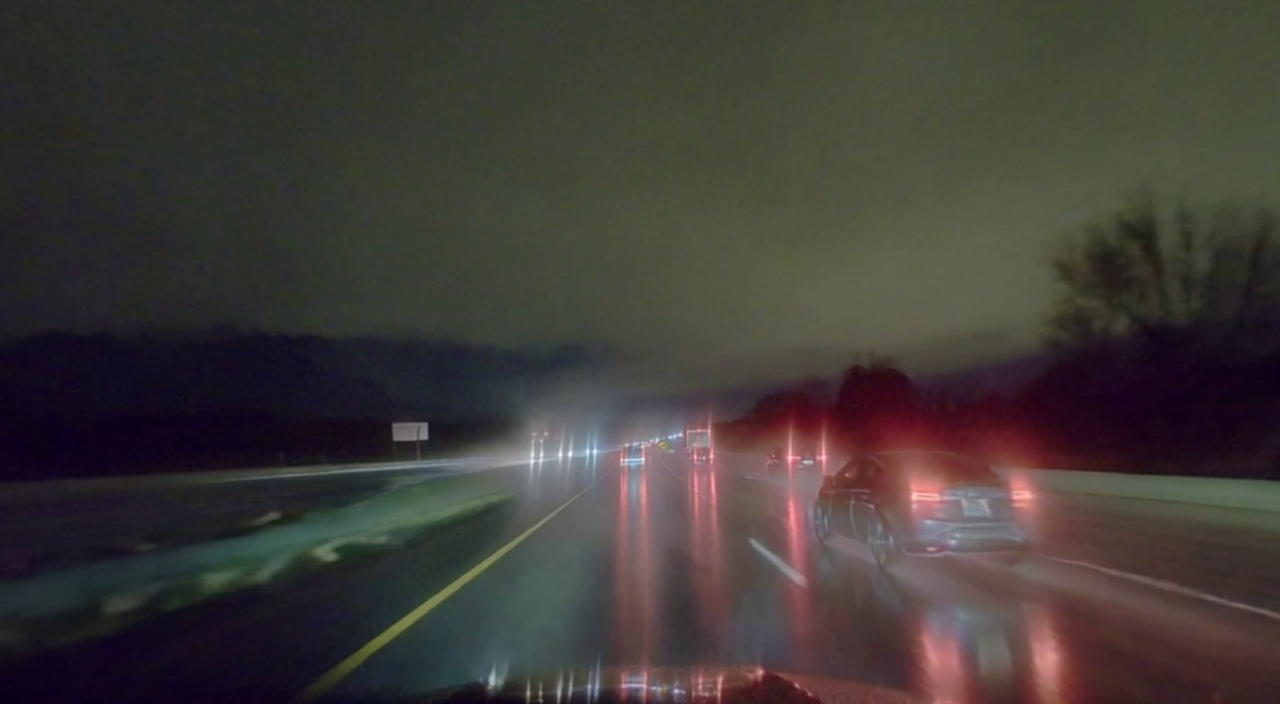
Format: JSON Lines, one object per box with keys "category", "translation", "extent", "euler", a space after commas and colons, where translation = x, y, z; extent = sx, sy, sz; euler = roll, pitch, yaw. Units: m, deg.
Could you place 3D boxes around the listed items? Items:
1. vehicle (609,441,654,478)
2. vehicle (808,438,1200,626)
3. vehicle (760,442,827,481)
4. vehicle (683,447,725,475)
{"category": "vehicle", "translation": [-0.365, 5.364, 31.656], "extent": [2.142, 1.724, 4.344], "euler": [0, -9, 1]}
{"category": "vehicle", "translation": [3.443, 1.748, 7.093], "extent": [2.004, 1.471, 4.032], "euler": [0, -9, 0]}
{"category": "vehicle", "translation": [6.899, 4.959, 28.790], "extent": [1.975, 1.650, 4.257], "euler": [0, -9, 0]}
{"category": "vehicle", "translation": [3.726, 6.433, 37.492], "extent": [2.047, 1.540, 4.294], "euler": [0, -9, 0]}
